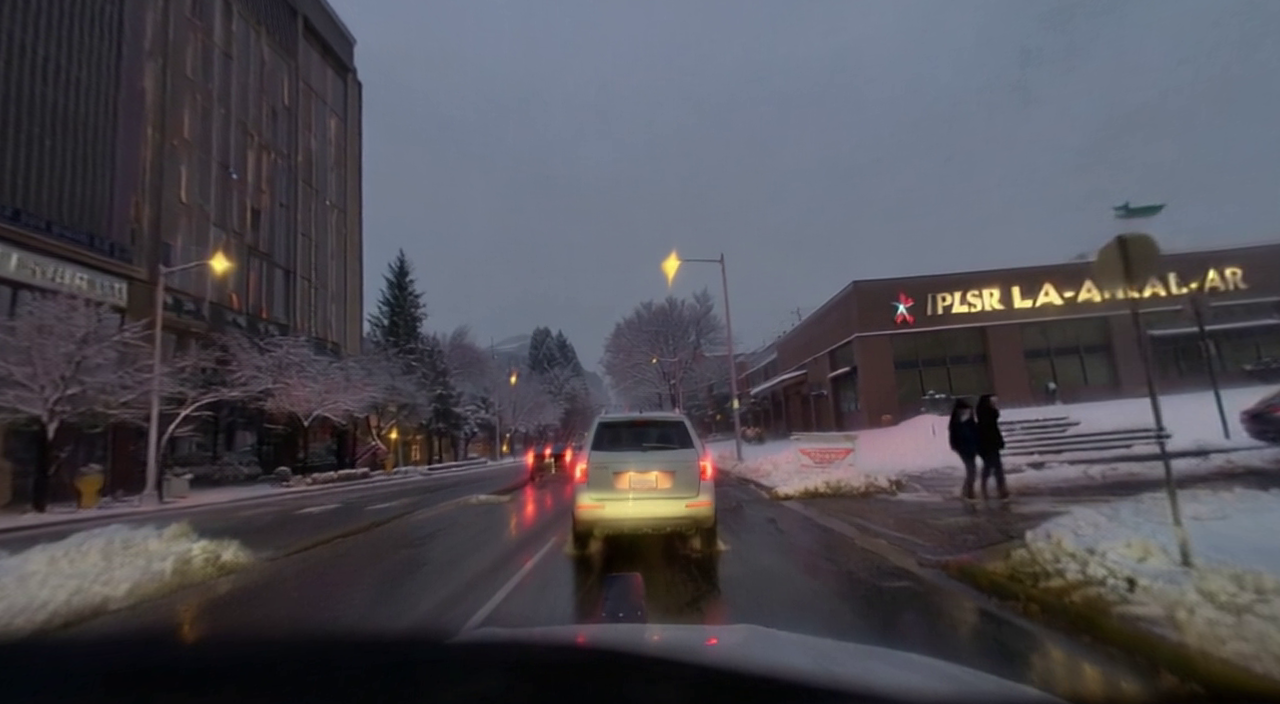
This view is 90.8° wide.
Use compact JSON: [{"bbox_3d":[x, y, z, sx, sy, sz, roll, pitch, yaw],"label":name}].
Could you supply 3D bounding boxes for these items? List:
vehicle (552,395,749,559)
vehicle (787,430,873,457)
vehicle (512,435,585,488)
[{"bbox_3d":[0.066,1.849,10.077,2.352,1.953,4.796,0,-8,-1],"label":"vehicle"},{"bbox_3d":[10.932,5.287,36.600,4.426,1.490,1.862,-1,-8,3],"label":"vehicle"},{"bbox_3d":[-3.193,3.902,22.847,2.023,1.702,4.152,0,-8,0],"label":"vehicle"}]
